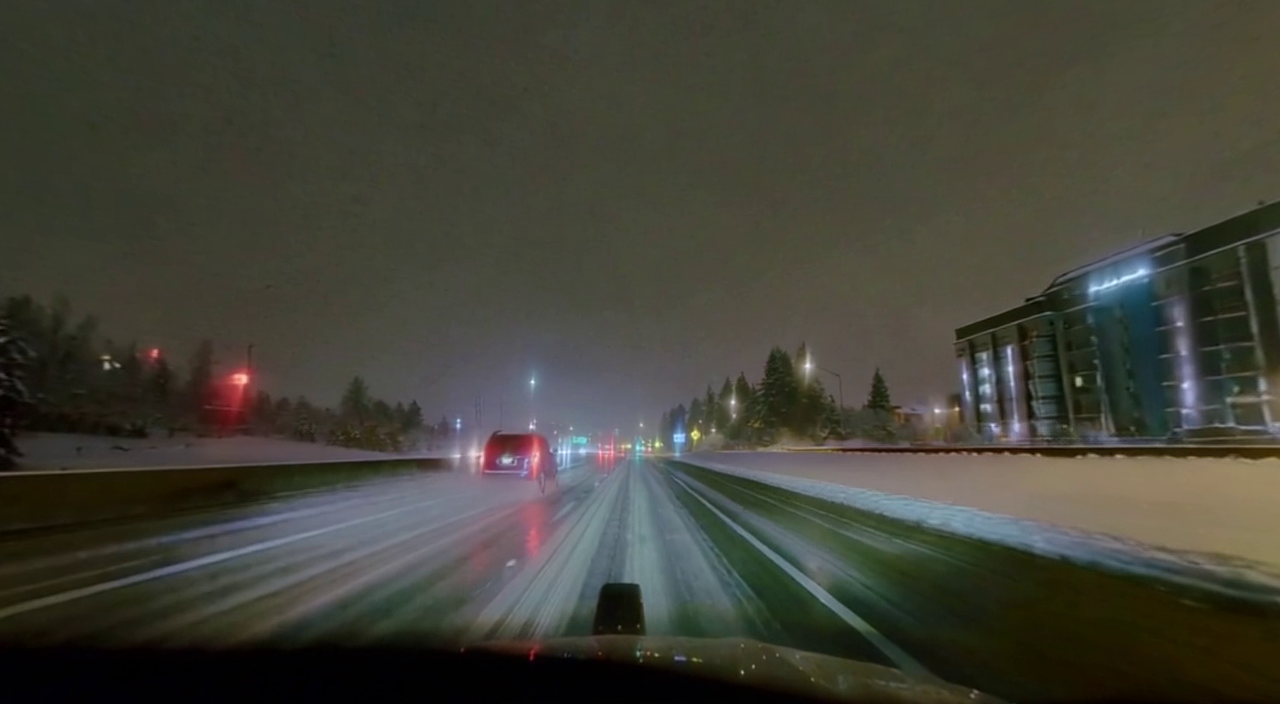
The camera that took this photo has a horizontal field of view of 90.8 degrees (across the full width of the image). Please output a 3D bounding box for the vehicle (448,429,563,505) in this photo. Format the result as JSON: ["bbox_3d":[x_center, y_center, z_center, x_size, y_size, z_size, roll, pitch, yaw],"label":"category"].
[{"bbox_3d":[-3.536,3.144,17.732,2.145,1.828,4.867,0,-9,0],"label":"vehicle"}]
